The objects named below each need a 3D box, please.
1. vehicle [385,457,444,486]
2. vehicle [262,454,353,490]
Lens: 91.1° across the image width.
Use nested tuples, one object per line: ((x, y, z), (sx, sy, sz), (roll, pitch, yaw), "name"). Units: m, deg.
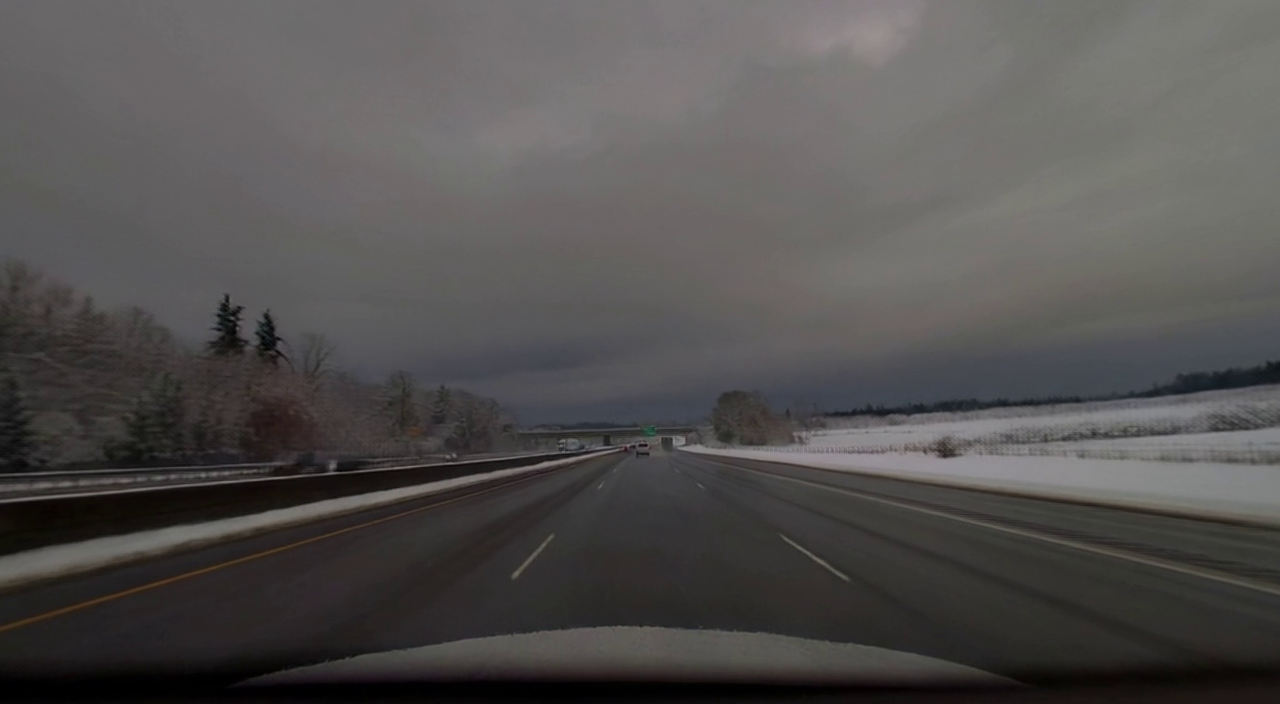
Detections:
((-11.710, 6.186, 32.881), (1.714, 1.369, 3.700), (0, -9, 0), "vehicle")
((-15.666, 5.647, 29.910), (1.837, 1.501, 4.587), (0, -9, 0), "vehicle")
